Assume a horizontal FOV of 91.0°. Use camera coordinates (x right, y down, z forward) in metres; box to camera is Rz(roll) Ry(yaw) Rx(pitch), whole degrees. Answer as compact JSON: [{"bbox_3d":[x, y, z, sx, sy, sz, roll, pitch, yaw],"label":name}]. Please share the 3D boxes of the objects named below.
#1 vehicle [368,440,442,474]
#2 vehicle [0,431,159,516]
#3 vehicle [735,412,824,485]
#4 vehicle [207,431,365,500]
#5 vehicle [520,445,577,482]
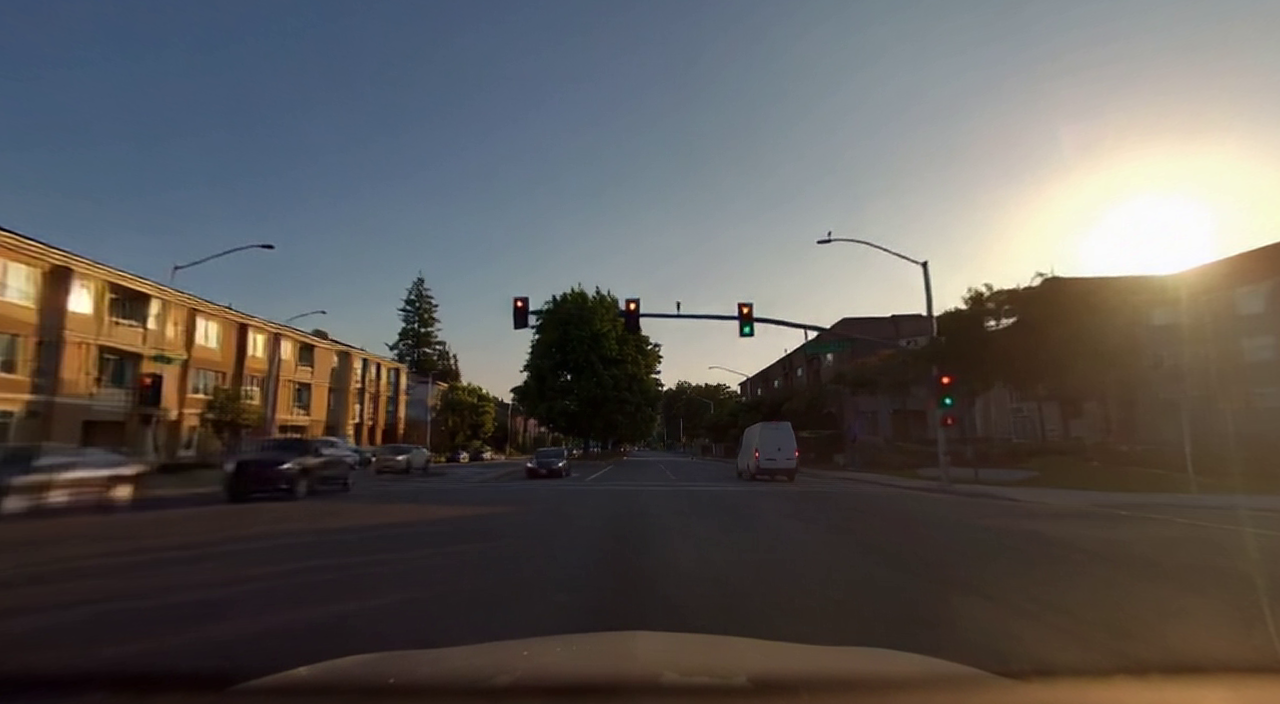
[{"bbox_3d":[-14.751,6.623,39.982,2.292,1.955,5.882,1,-9,1],"label":"vehicle"},{"bbox_3d":[-14.183,2.781,14.862,2.046,1.715,4.487,1,-9,0],"label":"vehicle"},{"bbox_3d":[6.787,4.862,31.876,2.802,3.208,7.459,1,-9,0],"label":"vehicle"},{"bbox_3d":[-10.754,3.482,19.656,2.072,1.841,4.737,1,-9,1],"label":"vehicle"},{"bbox_3d":[-4.179,5.158,29.459,2.003,1.539,4.396,-1,-9,1],"label":"vehicle"}]
